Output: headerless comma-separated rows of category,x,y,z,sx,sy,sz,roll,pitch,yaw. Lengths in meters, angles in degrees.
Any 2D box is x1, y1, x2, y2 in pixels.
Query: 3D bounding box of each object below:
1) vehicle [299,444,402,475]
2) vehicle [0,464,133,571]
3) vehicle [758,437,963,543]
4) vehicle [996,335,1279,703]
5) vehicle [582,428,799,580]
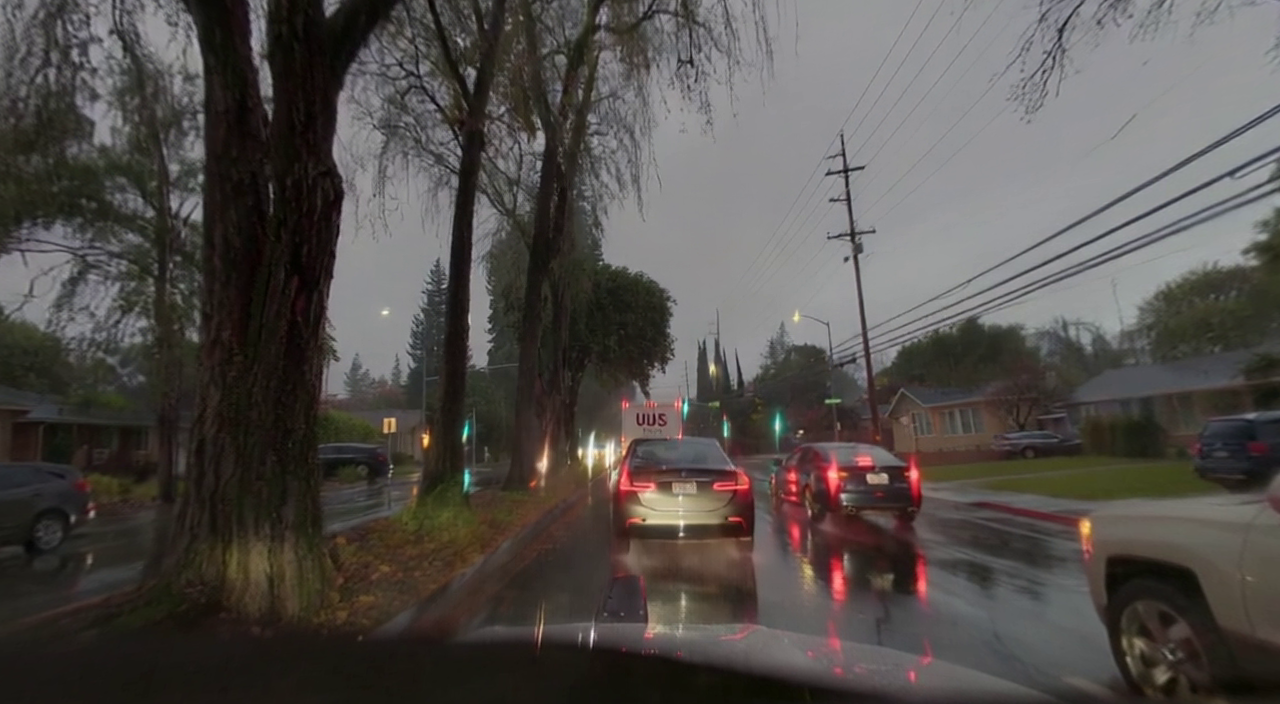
vehicle,-17.447,6.464,37.948,5.274,1.793,1.921,0,-8,2
vehicle,-10.343,2.453,9.126,1.925,1.482,4.753,0,-8,1
vehicle,3.533,2.280,11.121,1.993,1.479,4.487,0,-8,0
vehicle,3.316,0.711,1.594,2.069,1.722,4.888,0,-8,2
vehicle,0.503,1.844,8.518,2.158,1.499,4.377,0,-8,0
